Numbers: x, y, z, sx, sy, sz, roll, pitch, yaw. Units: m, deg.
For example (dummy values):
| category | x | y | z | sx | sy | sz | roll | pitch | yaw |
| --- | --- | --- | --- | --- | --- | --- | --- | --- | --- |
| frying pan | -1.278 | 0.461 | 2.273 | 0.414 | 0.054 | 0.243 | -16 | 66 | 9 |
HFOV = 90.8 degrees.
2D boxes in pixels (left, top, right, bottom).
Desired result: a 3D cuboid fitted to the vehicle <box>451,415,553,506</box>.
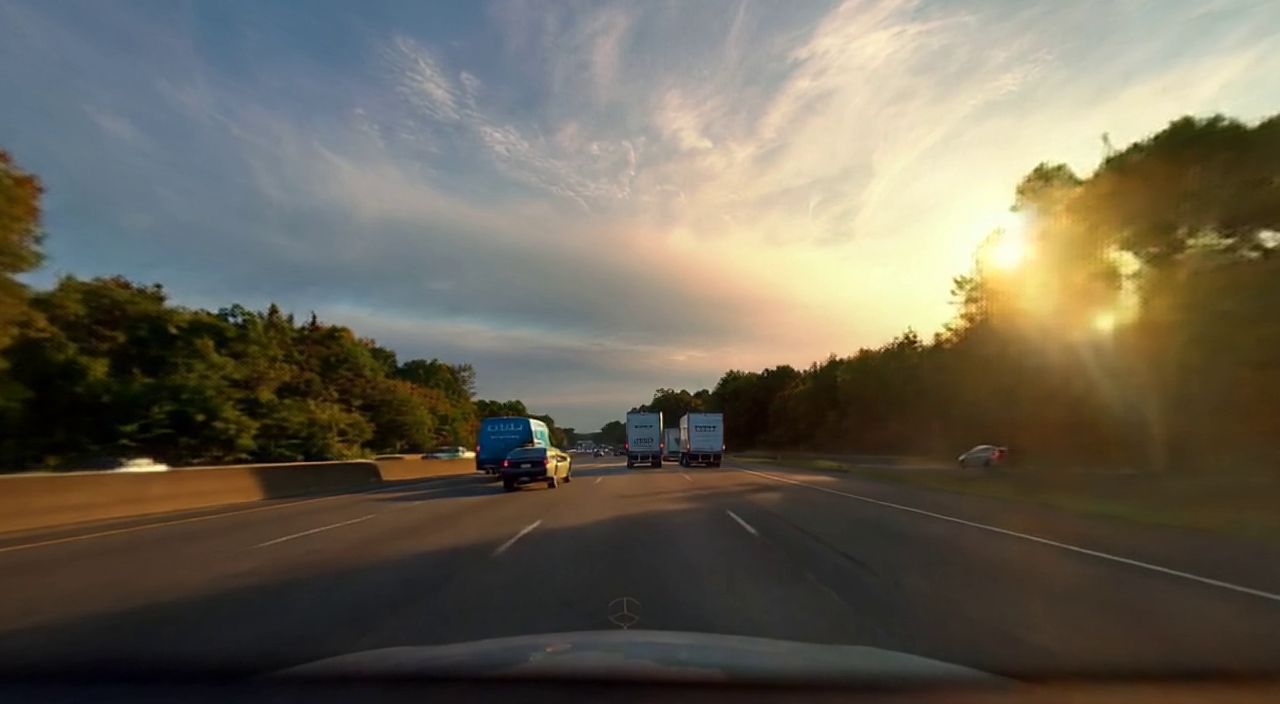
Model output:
| category | x | y | z | sx | sy | sz | roll | pitch | yaw |
| --- | --- | --- | --- | --- | --- | --- | --- | --- | --- |
| vehicle | -3.637 | 2.946 | 17.357 | 2.033 | 2.234 | 3.490 | 0 | -9 | -1 |

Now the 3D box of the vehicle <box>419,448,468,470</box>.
| category | x | y | z | sx | sy | sz | roll | pitch | yaw |
| --- | --- | --- | --- | --- | --- | --- | --- | --- | --- |
| vehicle | -13.271 | 7.228 | 42.766 | 1.835 | 1.418 | 4.358 | 0 | -9 | 1 |

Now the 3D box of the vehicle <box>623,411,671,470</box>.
| category | x | y | z | sx | sy | sz | roll | pitch | yaw |
| --- | --- | --- | --- | --- | --- | --- | --- | --- | --- |
| vehicle | 0.402 | 6.865 | 48.539 | 3.201 | 4.019 | 10.918 | 0 | -9 | -1 |

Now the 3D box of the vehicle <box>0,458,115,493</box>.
| category | x | y | z | sx | sy | sz | roll | pitch | yaw |
| --- | --- | --- | --- | --- | --- | --- | --- | --- | --- |
| vehicle | -28.074 | 5.887 | 30.326 | 1.774 | 1.479 | 4.454 | 0 | -9 | 0 |

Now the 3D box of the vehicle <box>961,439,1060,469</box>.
| category | x | y | z | sx | sy | sz | roll | pitch | yaw |
| --- | --- | --- | --- | --- | --- | --- | --- | --- | --- |
| vehicle | 22.012 | 6.083 | 37.605 | 2.108 | 1.659 | 4.515 | 7 | -12 | -40 |
